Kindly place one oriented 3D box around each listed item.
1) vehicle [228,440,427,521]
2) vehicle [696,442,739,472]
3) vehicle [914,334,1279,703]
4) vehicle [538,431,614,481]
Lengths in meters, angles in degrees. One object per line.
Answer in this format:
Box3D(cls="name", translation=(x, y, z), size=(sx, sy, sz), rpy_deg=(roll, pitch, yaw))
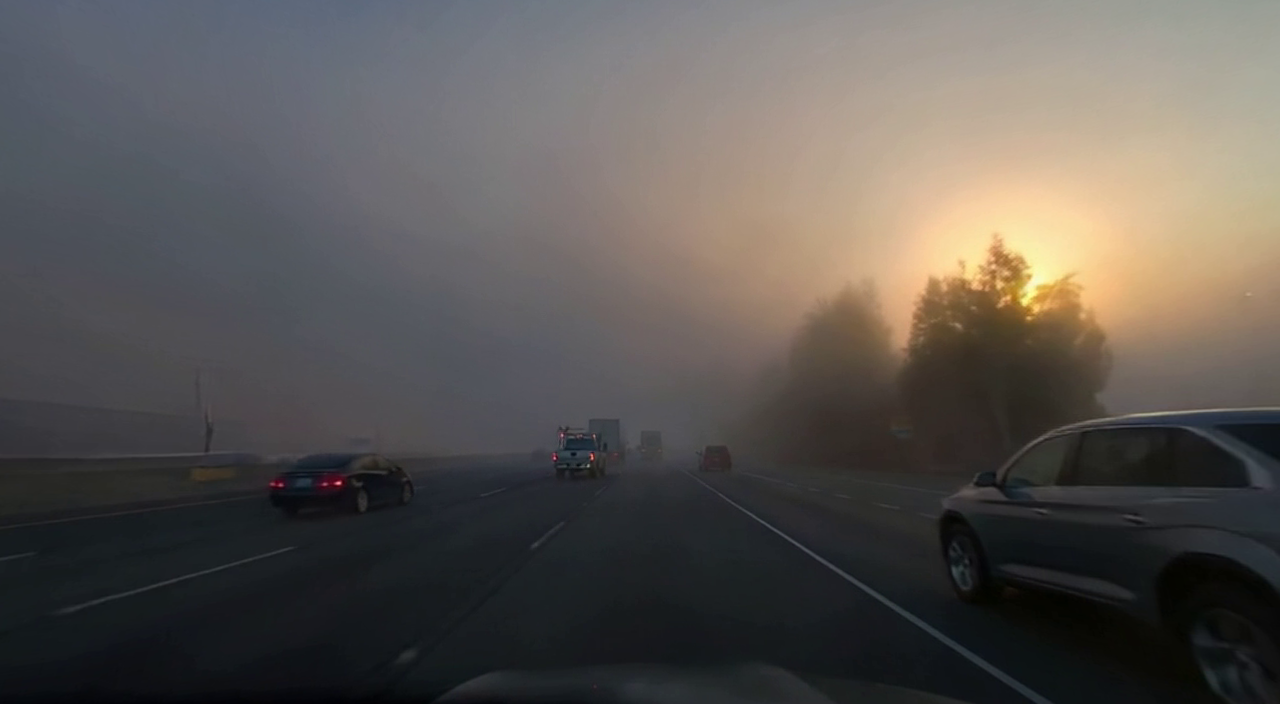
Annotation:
Box3D(cls="vehicle", translation=(-6.617, 2.738, 14.040), size=(2.235, 1.506, 4.159), rpy_deg=(0, -9, 1))
Box3D(cls="vehicle", translation=(4.613, 6.280, 37.856), size=(2.026, 1.661, 3.865), rpy_deg=(0, -9, -1))
Box3D(cls="vehicle", translation=(3.279, 0.891, 2.998), size=(2.028, 1.658, 4.334), rpy_deg=(0, -9, 1))
Box3D(cls="vehicle", translation=(-2.739, 4.698, 28.769), size=(2.645, 2.023, 6.491), rpy_deg=(0, -9, 1))
